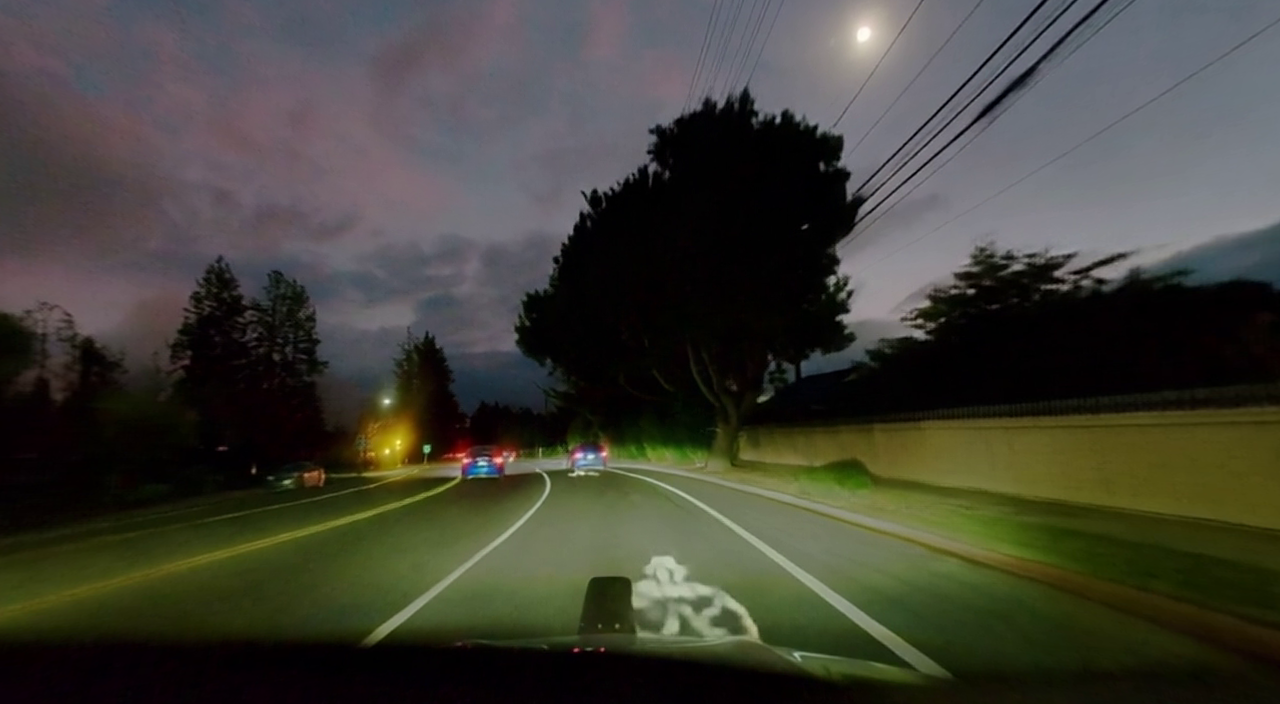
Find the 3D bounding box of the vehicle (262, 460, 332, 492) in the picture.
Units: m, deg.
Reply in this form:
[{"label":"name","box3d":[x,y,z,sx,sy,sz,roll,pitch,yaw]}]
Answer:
[{"label":"vehicle","box3d":[-17.988,6.484,33.332,1.944,1.458,4.549,1,-9,-12]}]

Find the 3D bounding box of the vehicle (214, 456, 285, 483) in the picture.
[{"label":"vehicle","box3d":[-27.585,8.281,44.738,3.916,1.509,1.804,-2,-8,-18]}]

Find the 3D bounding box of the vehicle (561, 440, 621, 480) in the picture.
[{"label":"vehicle","box3d":[-2.197,4.592,27.098,2.168,1.504,4.284,1,-9,-10]}]

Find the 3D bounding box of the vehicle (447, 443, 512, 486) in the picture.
[{"label":"vehicle","box3d":[-5.992,4.244,24.068,1.913,1.425,4.235,0,-9,-8]}]
